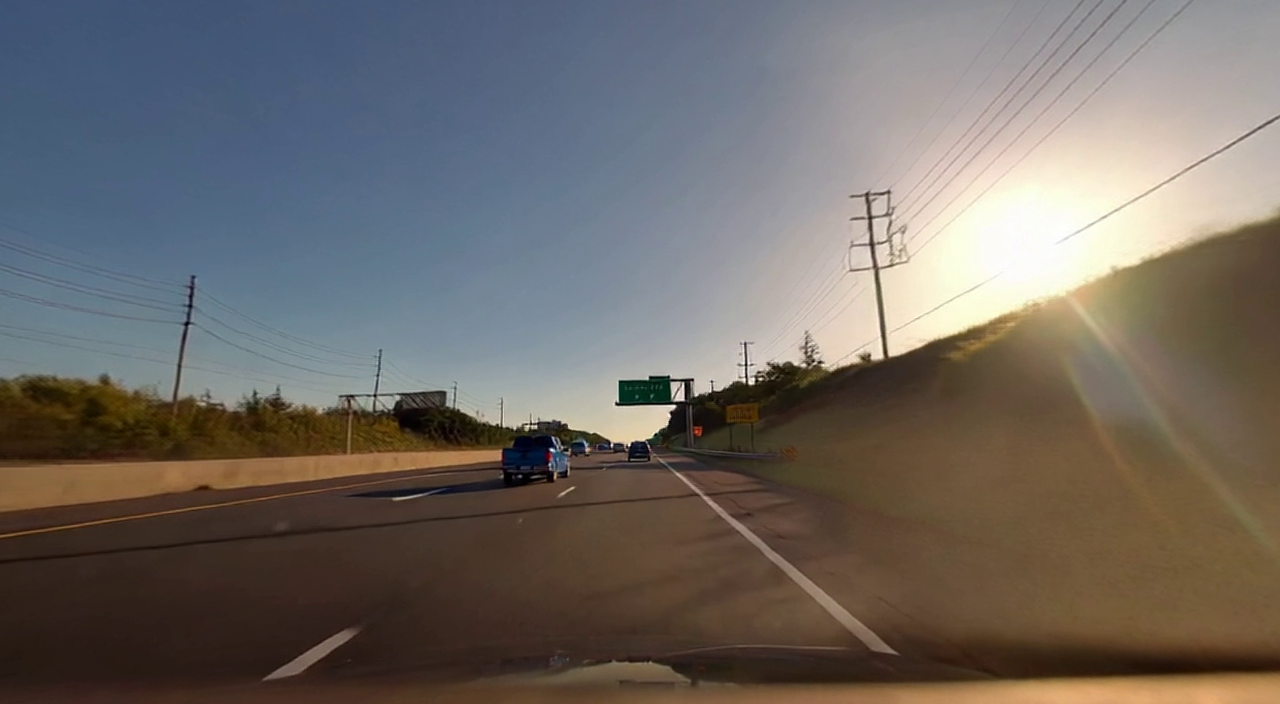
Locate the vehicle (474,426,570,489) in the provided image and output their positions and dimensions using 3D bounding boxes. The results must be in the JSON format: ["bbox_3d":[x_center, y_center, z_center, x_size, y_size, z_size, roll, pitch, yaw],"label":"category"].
[{"bbox_3d":[-3.750,3.481,21.178,2.204,1.812,5.289,0,-8,0],"label":"vehicle"}]

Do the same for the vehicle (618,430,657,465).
[{"bbox_3d":[-0.175,6.256,41.368,2.358,2.144,4.713,0,-8,-1],"label":"vehicle"}]
